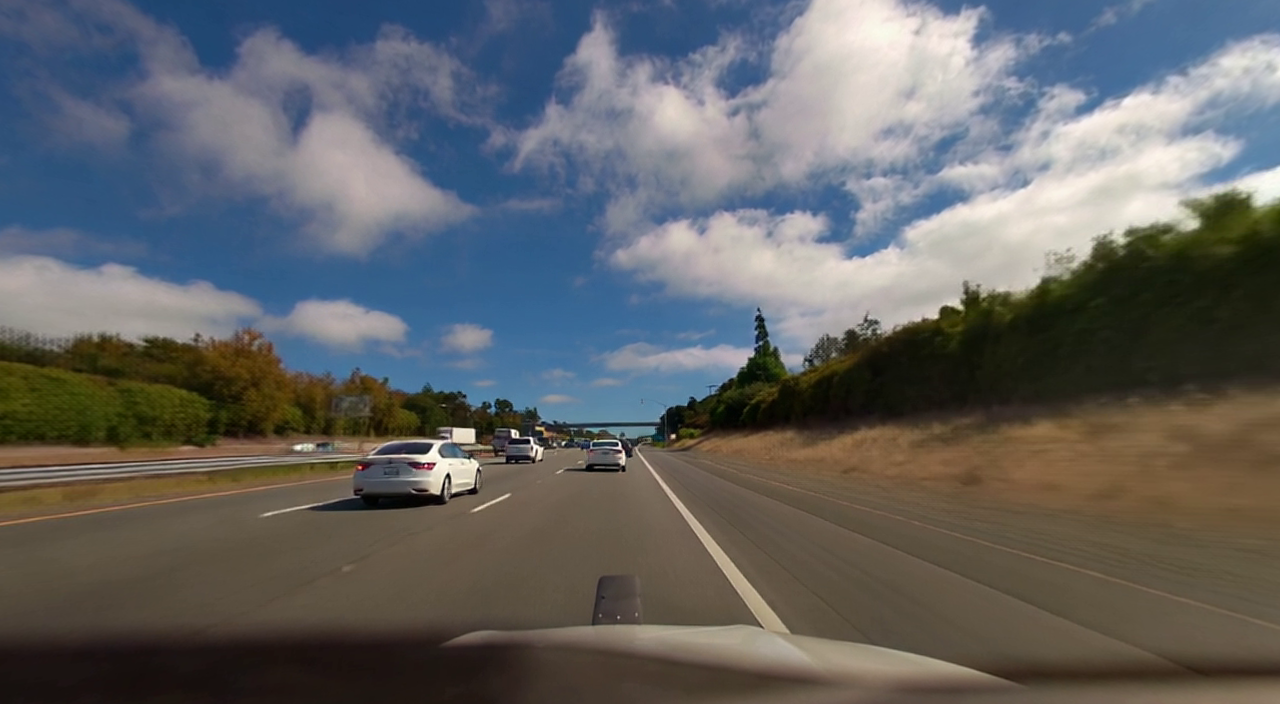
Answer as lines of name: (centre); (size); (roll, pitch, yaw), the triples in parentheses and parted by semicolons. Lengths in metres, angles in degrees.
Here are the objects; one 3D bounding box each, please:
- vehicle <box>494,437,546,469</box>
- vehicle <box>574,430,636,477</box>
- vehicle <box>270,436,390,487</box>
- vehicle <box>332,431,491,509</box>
vehicle: (-5.816, 4.918, 30.915); (1.835, 1.432, 3.835); (0, -8, -1)
vehicle: (-1.310, 3.857, 24.293); (2.178, 1.658, 3.916); (0, -8, -2)
vehicle: (-9.672, 3.399, 20.016); (1.850, 1.439, 3.932); (0, -8, -1)
vehicle: (-4.912, 2.558, 14.296); (1.971, 1.464, 4.386); (0, -8, 0)
